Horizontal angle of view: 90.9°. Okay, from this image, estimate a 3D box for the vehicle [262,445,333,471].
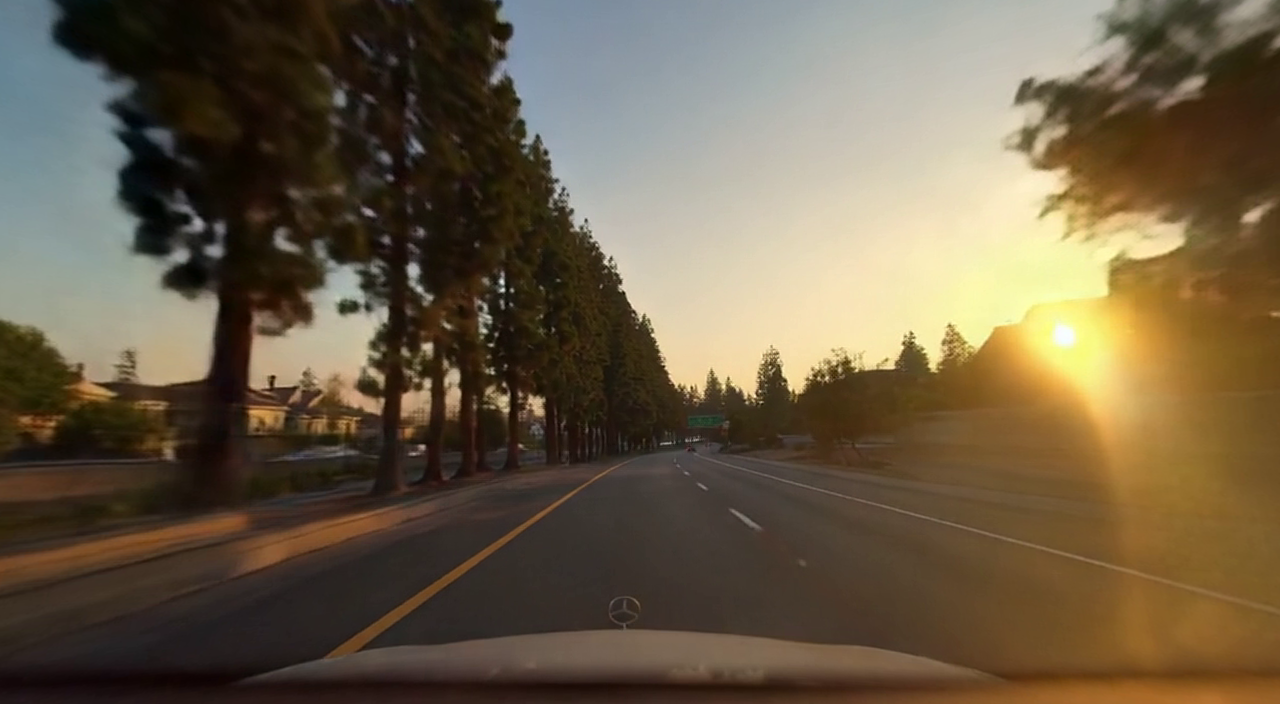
[{"bbox_3d":[-21.395,6.627,39.613,1.901,1.507,4.412,-1,-8,2],"label":"vehicle"}]
